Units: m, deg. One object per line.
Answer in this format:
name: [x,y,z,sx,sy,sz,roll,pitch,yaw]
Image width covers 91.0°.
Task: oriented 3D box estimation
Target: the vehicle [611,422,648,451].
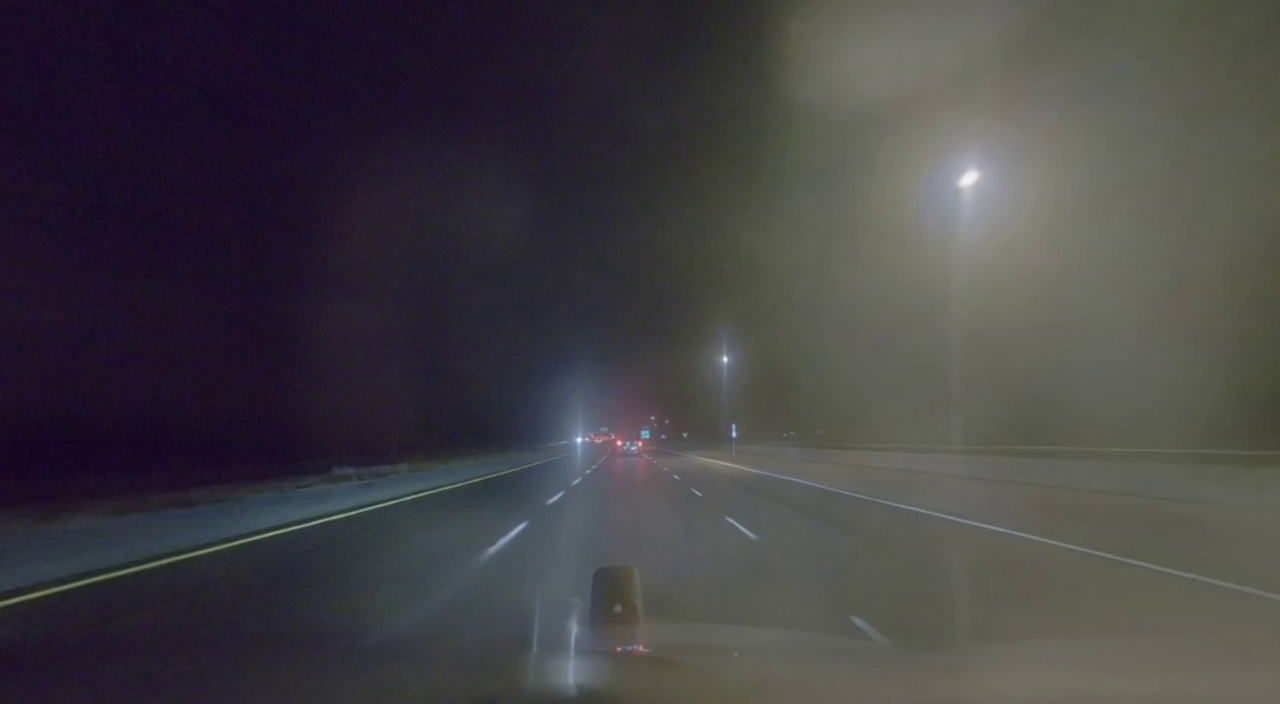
vehicle: [-0.695,5.253,39.085,2.157,1.647,4.524,0,-8,-3]
